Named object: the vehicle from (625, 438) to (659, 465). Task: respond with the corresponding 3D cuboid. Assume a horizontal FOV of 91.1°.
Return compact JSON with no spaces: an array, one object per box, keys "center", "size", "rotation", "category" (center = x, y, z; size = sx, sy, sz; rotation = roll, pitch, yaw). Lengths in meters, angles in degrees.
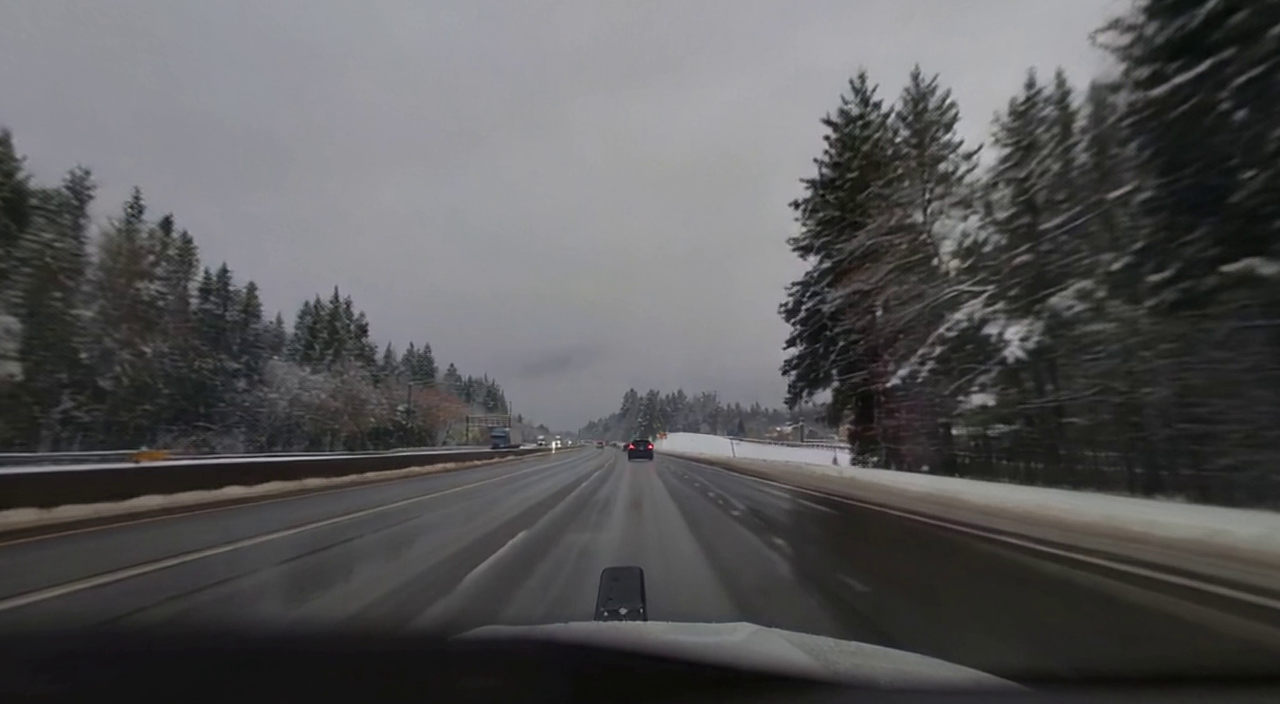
[{"center":[0.081,6.350,40.249],"size":[2.029,1.666,4.064],"rotation":[0,-8,-2],"category":"vehicle"}]
